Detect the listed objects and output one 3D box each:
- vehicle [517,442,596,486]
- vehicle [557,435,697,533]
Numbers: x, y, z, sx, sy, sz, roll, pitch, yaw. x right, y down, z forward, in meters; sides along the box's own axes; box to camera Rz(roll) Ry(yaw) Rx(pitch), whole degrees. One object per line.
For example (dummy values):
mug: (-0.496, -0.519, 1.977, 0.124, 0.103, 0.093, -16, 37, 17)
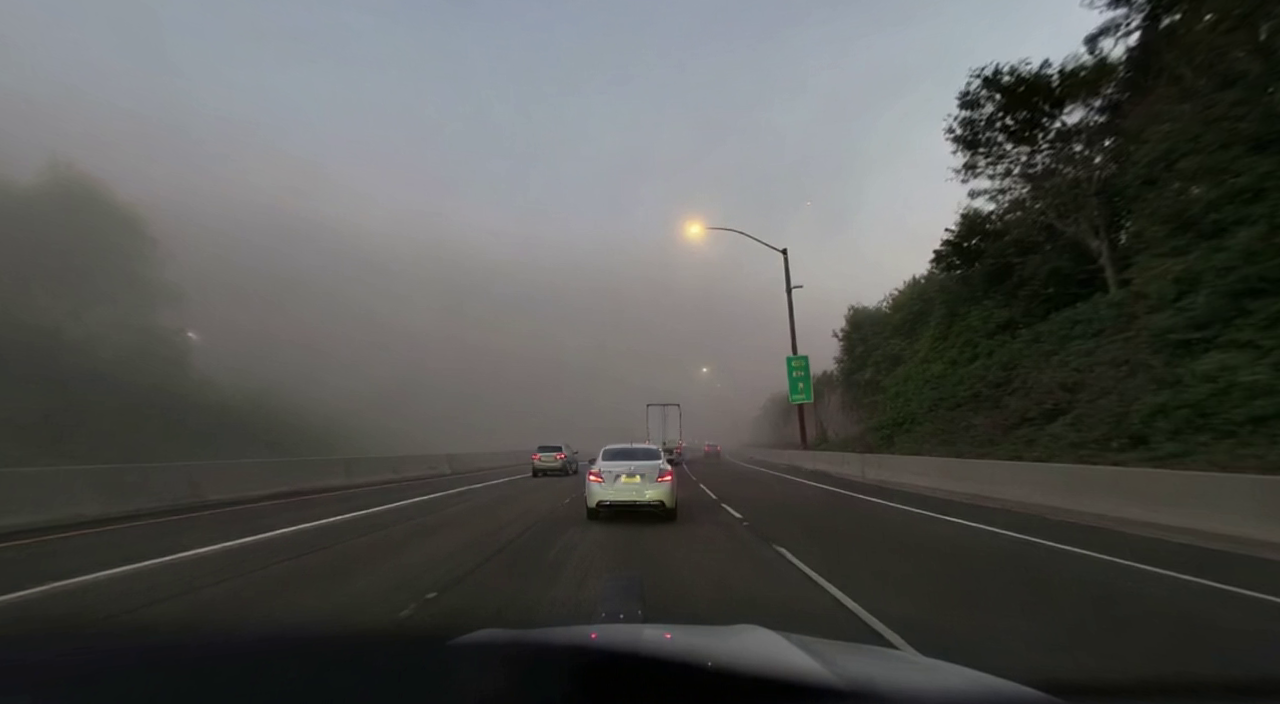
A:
vehicle: (-2.934, 4.079, 23.332, 2.104, 1.473, 4.496, -1, -9, 3)
vehicle: (-0.169, 2.327, 11.713, 2.136, 1.470, 3.971, 0, -9, 1)
